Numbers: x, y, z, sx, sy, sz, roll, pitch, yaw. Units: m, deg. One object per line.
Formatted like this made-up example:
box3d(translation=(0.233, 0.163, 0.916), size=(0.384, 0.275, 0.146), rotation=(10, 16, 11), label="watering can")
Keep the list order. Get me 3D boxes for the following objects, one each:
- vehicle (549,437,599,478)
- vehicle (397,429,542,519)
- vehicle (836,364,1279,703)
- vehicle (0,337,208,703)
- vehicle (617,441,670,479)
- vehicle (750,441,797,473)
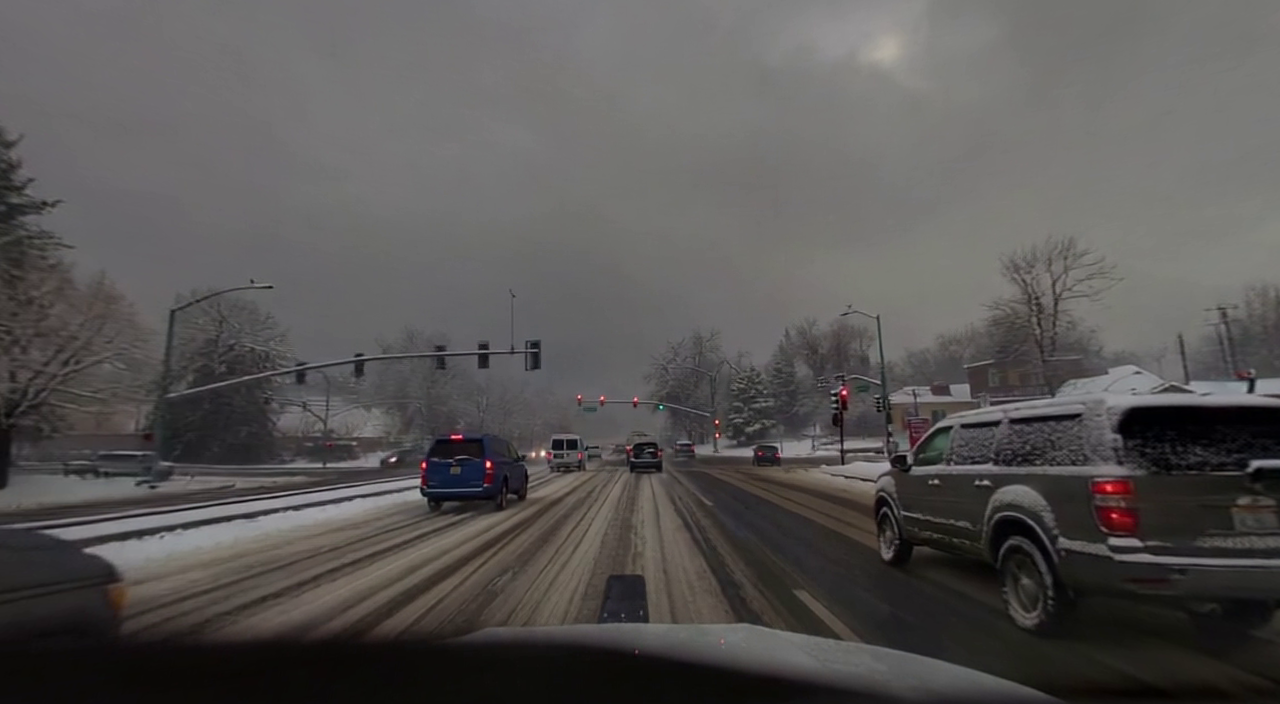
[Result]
box3d(translation=(-3.353, 5.487, 32.959), size=(2.025, 1.936, 4.995), rotation=(0, -9, 1), label="vehicle")
box3d(translation=(-3.768, 2.795, 14.973), size=(2.002, 1.747, 5.173), rotation=(0, -8, 0), label="vehicle")
box3d(translation=(3.586, 1.304, 5.630), size=(2.055, 1.786, 4.817), rotation=(0, -9, 0), label="vehicle")
box3d(translation=(-3.467, 0.619, 1.057), size=(2.159, 1.717, 4.581), rotation=(0, -9, 1), label="vehicle")
box3d(translation=(0.147, 5.323, 31.337), size=(2.426, 1.703, 5.602), rotation=(0, -8, 0), label="vehicle")
box3d(translation=(7.595, 6.001, 36.188), size=(2.119, 1.696, 4.623), rotation=(-1, -9, 5), label="vehicle")
